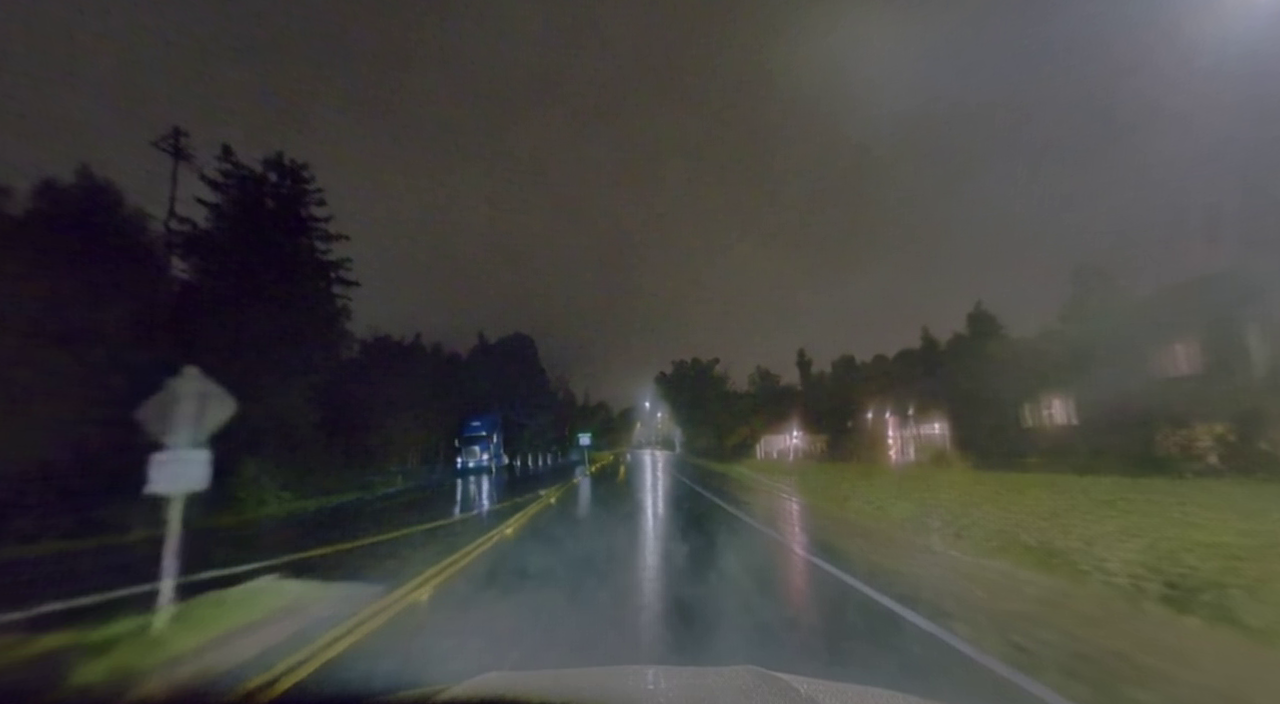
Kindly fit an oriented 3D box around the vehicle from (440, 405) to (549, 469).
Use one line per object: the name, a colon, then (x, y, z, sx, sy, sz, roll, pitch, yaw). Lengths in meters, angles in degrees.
vehicle: (-9.668, 6.053, 43.486, 5.596, 3.130, 8.972, -3, -14, -2)
